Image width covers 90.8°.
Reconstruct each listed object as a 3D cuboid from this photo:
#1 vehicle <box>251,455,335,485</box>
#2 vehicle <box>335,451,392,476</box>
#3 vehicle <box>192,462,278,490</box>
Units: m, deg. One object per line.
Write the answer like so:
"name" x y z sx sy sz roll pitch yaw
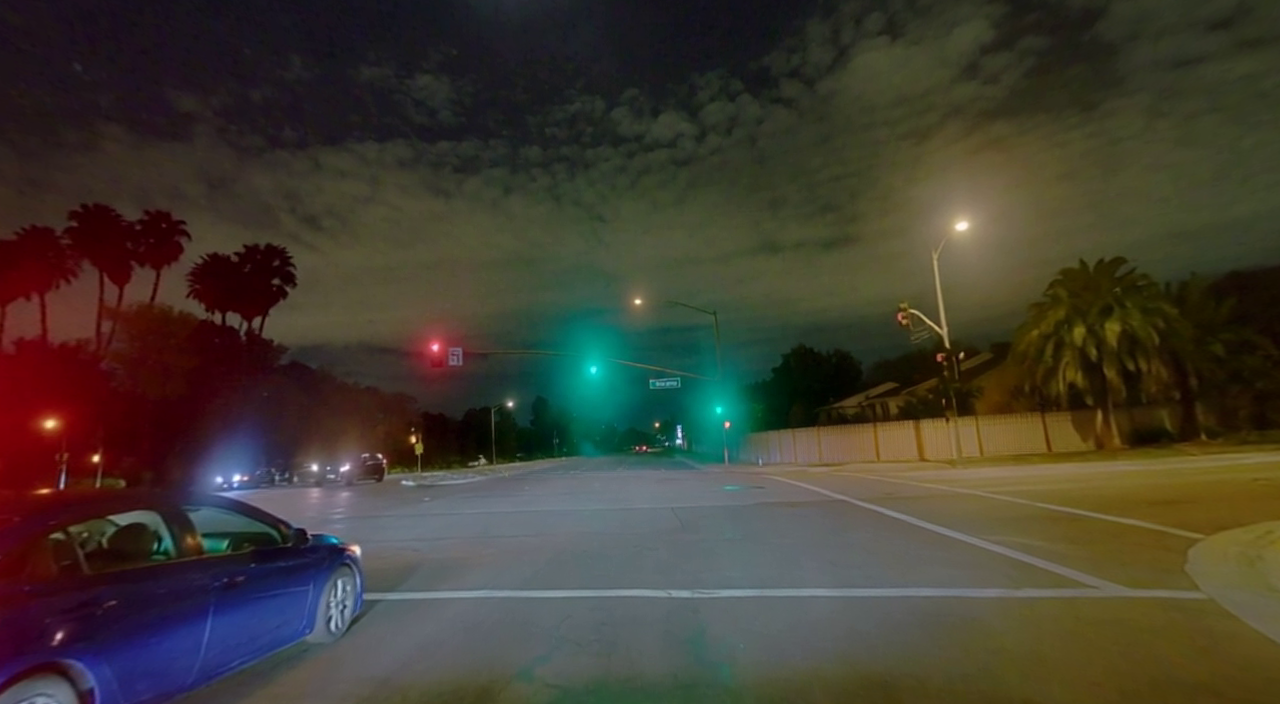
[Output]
"vehicle" -20.048 6.804 36.768 2.084 1.528 4.778 -1 -9 2
"vehicle" -19.893 7.996 45.628 1.929 1.644 4.763 0 -9 1
"vehicle" -24.097 7.362 37.843 2.019 1.427 4.630 0 -9 1
